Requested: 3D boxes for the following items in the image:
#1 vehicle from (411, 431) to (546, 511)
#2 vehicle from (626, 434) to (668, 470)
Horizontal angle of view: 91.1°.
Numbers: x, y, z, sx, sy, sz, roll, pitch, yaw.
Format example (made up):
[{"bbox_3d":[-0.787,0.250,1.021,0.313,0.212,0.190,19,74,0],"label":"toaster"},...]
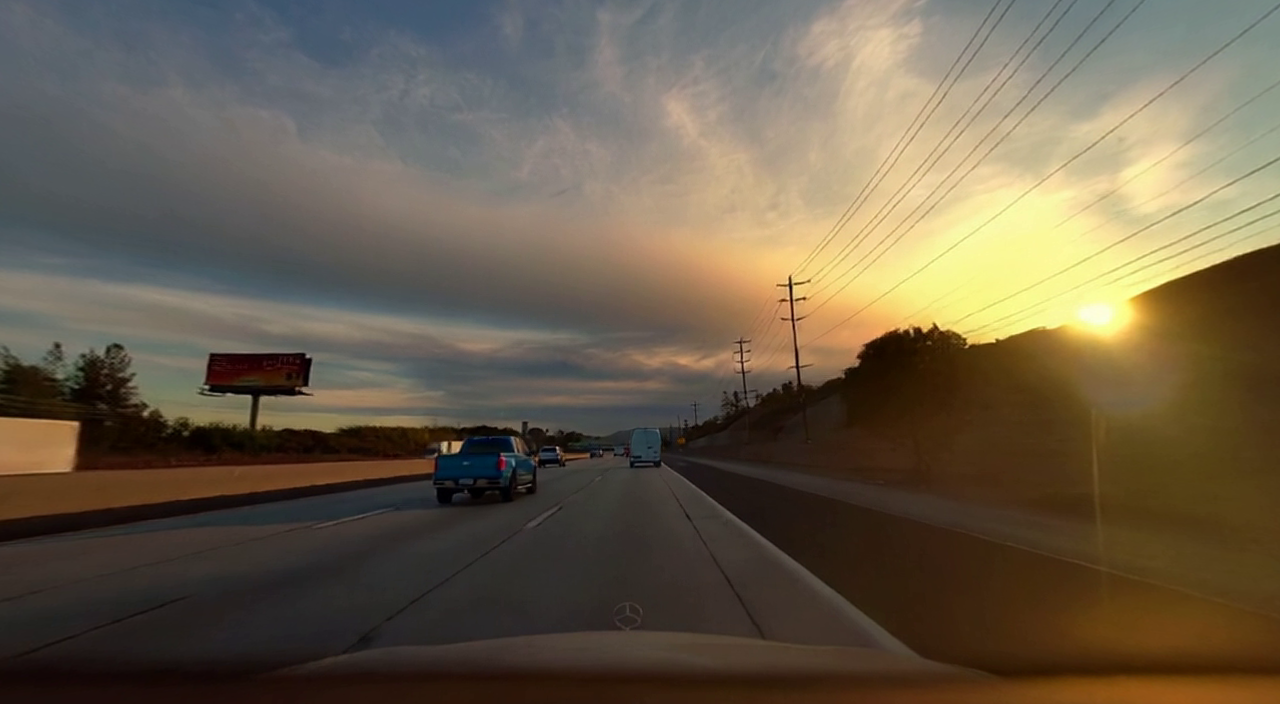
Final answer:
[{"bbox_3d":[-3.921,2.972,16.232,2.145,1.730,4.729,0,-9,1],"label":"vehicle"},{"bbox_3d":[0.458,6.799,42.799,2.692,2.279,5.695,0,-9,0],"label":"vehicle"}]
